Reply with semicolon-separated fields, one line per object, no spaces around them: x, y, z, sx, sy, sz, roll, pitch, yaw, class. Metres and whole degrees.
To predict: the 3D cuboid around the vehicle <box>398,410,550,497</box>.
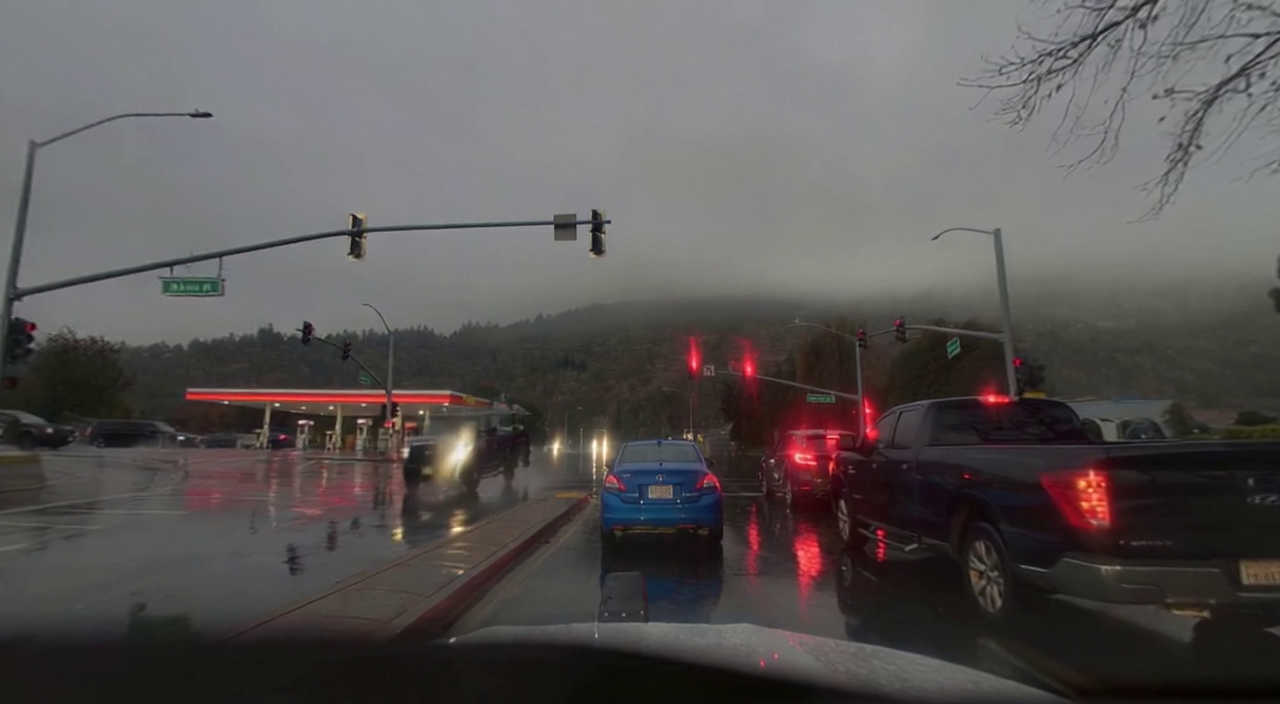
-4.537;2.929;18.506;2.615;2.031;5.638;2;-8;3;vehicle

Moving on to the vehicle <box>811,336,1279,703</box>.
3.584;1.294;5.893;2.277;1.871;6.143;0;-8;0;vehicle

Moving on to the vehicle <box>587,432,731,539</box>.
0.267;2.163;10.853;2.027;1.494;3.824;0;-8;0;vehicle

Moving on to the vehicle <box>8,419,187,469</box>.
-19.668;3.356;23.026;4.742;1.720;2.107;-1;-8;5;vehicle

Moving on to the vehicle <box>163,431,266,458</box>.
-23.085;5.017;34.313;4.326;1.420;1.798;-1;-8;4;vehicle
